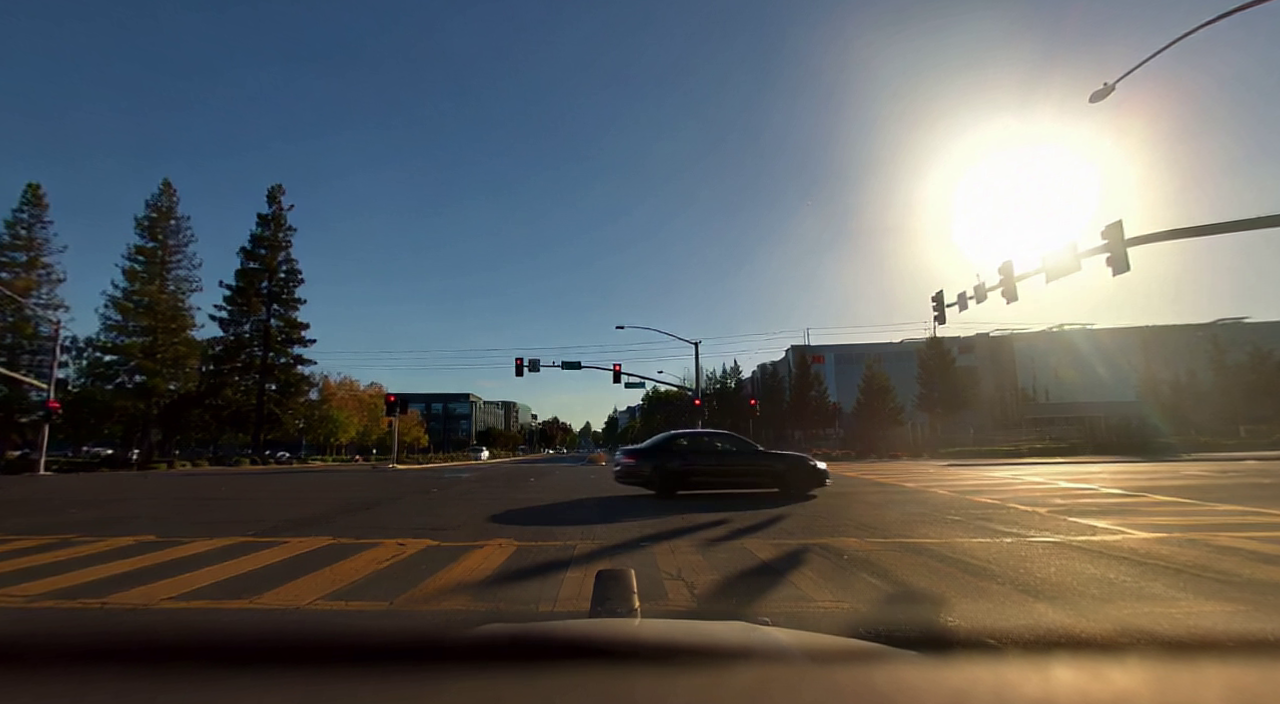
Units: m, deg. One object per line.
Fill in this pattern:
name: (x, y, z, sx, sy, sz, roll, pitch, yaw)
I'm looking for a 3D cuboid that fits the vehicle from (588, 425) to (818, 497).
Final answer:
vehicle: (1.248, 2.371, 13.963, 4.736, 1.445, 1.933, 0, -8, -3)
